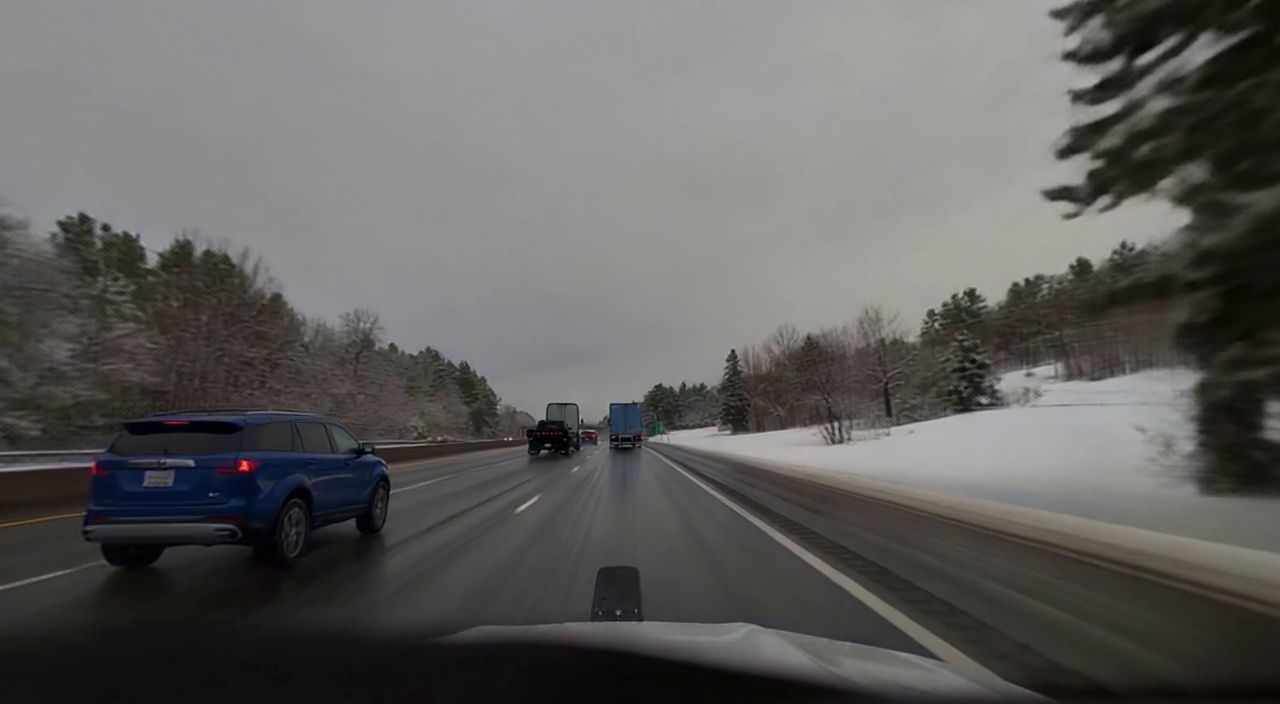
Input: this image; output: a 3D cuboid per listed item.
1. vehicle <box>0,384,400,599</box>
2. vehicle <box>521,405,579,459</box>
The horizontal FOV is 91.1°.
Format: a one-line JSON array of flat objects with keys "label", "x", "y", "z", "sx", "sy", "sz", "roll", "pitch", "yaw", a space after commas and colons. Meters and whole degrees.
[{"label": "vehicle", "x": -4.668, "y": 1.391, "z": 7.232, "sx": 2.089, "sy": 1.669, "sz": 4.515, "roll": 0, "pitch": -8, "yaw": -1}, {"label": "vehicle", "x": -4.817, "y": 4.441, "z": 34.735, "sx": 2.383, "sy": 2.726, "sz": 5.677, "roll": 0, "pitch": -8, "yaw": 0}]
